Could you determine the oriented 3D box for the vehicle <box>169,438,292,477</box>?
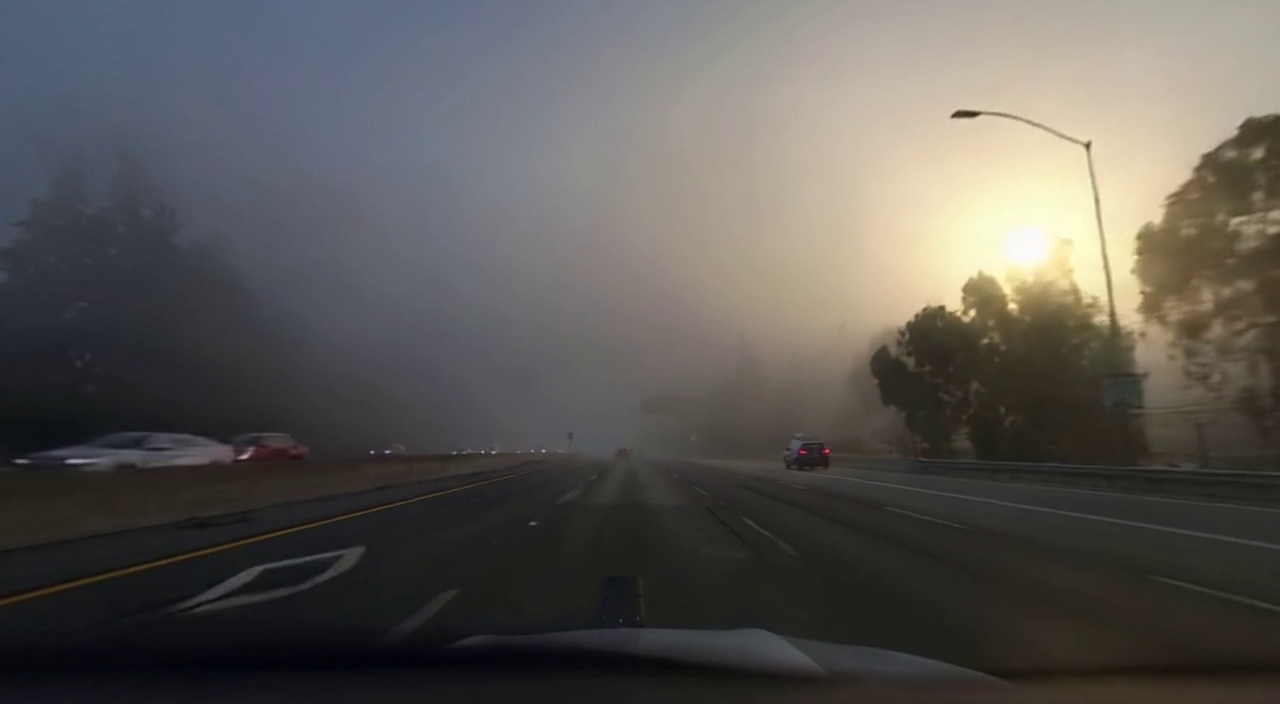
[{"bbox_3d":[-17.592,4.556,27.513,2.112,1.539,4.862,0,-9,0],"label":"vehicle"}]

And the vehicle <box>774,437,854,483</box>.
[{"bbox_3d":[7.031,4.413,25.966,2.081,1.705,3.926,0,-9,-1],"label":"vehicle"}]

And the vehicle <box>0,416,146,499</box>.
[{"bbox_3d":[-13.736,2.300,13.806,2.134,1.624,4.589,0,-9,0],"label":"vehicle"}]
